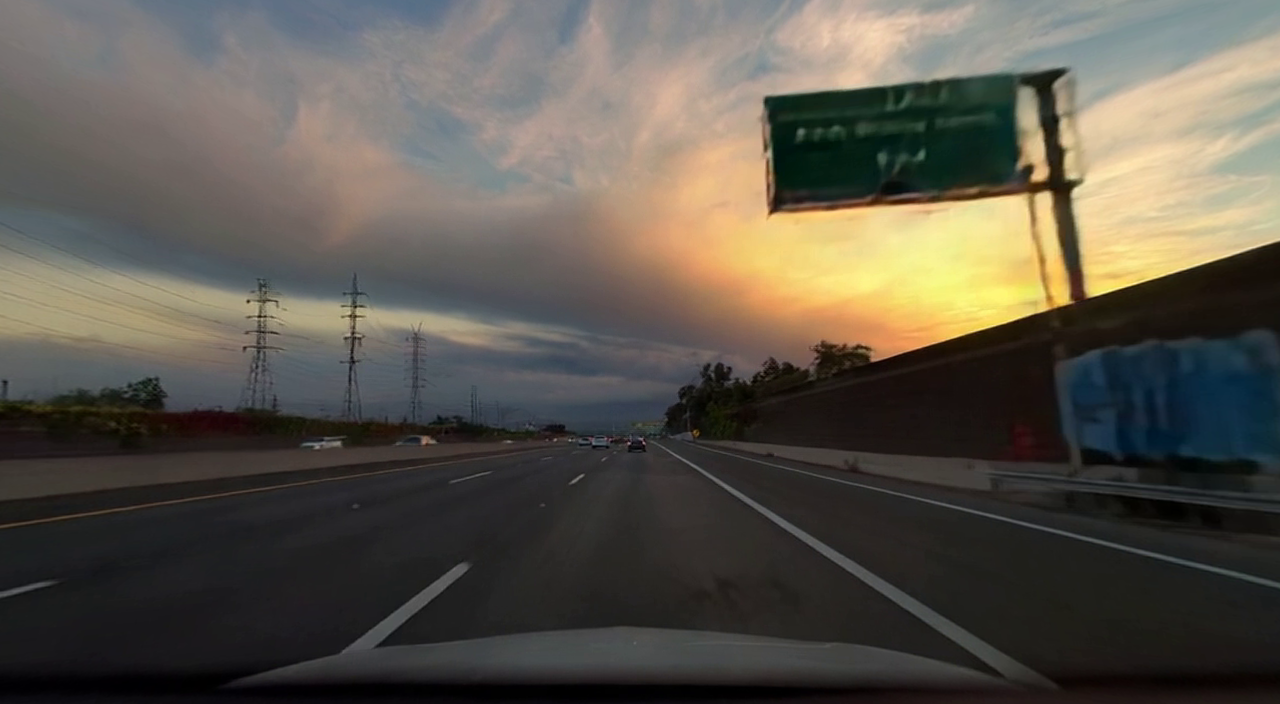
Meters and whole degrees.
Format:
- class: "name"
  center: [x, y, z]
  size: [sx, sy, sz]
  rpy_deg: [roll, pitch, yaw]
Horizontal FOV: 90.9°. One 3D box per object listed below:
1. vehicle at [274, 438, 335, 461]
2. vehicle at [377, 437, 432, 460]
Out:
- class: "vehicle"
  center: [-23.109, 6.714, 43.516]
  size: [1.803, 1.477, 4.353]
  rpy_deg: [0, -8, 0]
- class: "vehicle"
  center: [-15.355, 6.290, 41.353]
  size: [1.930, 1.419, 4.429]
  rpy_deg: [0, -8, 0]
